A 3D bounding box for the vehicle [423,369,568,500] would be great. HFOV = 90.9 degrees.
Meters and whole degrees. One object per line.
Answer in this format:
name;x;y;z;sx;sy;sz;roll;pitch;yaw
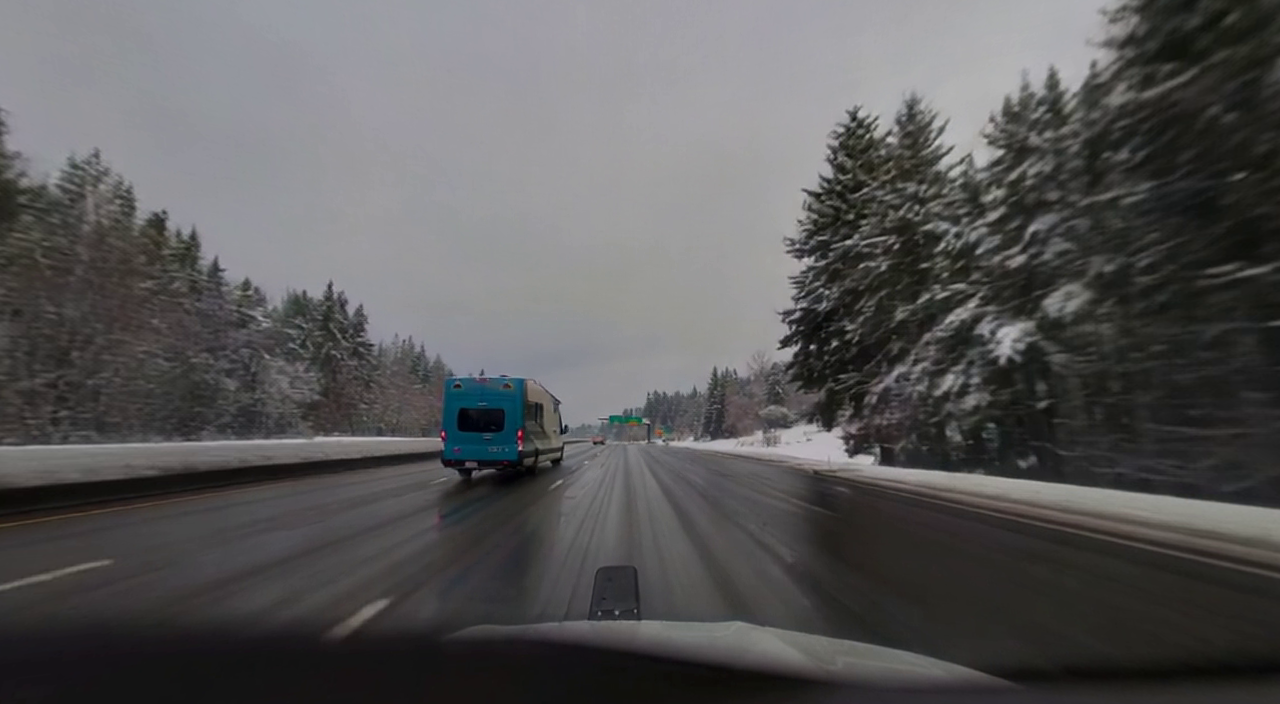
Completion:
vehicle;-4.026;2.515;19.464;2.676;3.269;7.388;0;-7;0
